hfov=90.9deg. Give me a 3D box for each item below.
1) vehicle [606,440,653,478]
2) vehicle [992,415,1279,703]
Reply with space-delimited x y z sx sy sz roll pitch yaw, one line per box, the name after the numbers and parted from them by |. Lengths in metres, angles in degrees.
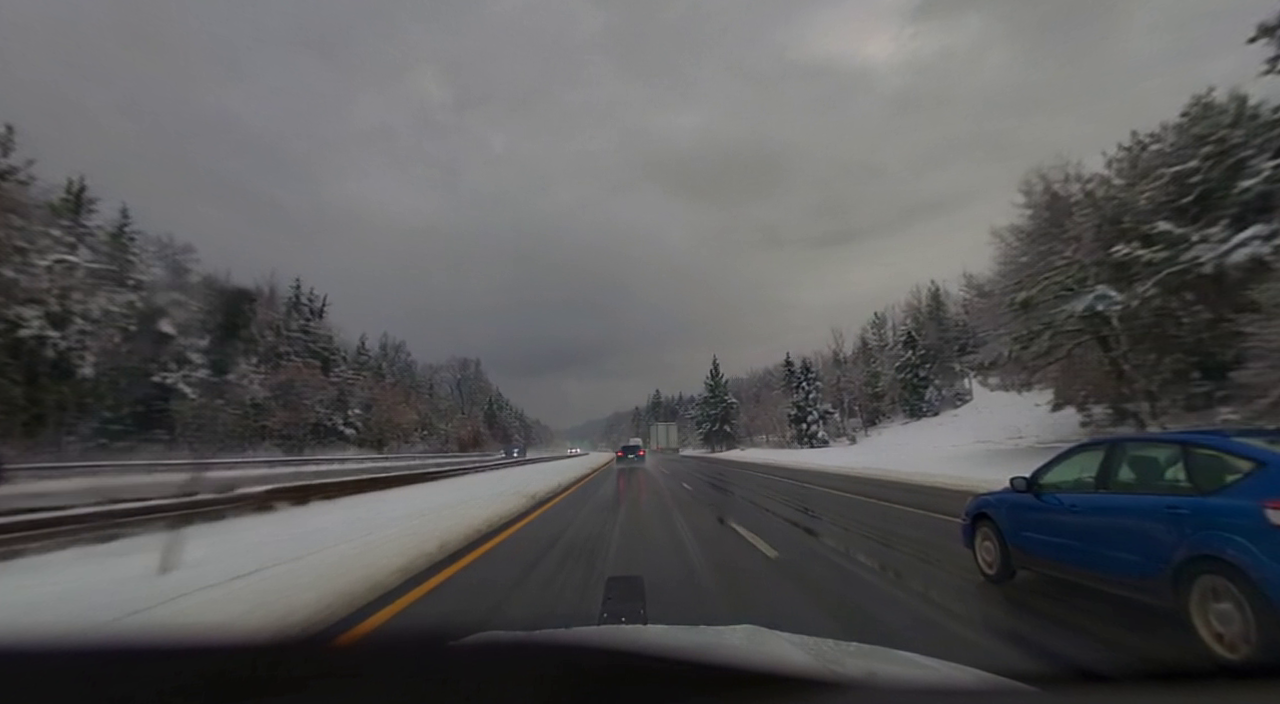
-0.512 5.224 31.013 2.190 1.706 4.062 0 -9 -1 | vehicle
4.154 1.120 3.730 1.917 1.421 3.759 0 -9 0 | vehicle
